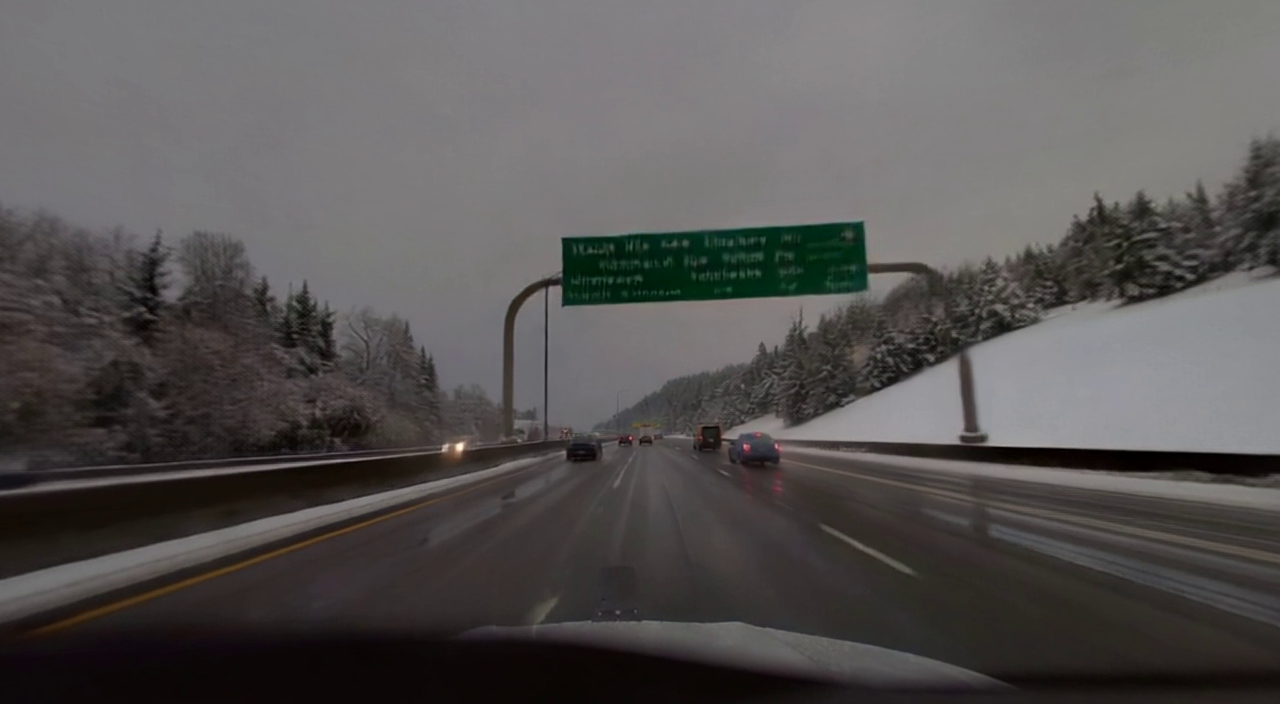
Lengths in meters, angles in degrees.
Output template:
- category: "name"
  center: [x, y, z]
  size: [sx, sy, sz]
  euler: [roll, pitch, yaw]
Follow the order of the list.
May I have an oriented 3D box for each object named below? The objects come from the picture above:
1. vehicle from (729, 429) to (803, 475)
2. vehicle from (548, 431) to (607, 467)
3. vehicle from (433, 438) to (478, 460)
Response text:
- category: "vehicle"
  center: [4.390, 3.518, 22.467]
  size: [1.806, 1.469, 3.681]
  euler: [0, -8, -1]
- category: "vehicle"
  center: [-2.734, 4.340, 28.561]
  size: [2.204, 1.486, 4.121]
  euler: [0, -8, 1]
- category: "vehicle"
  center: [-13.971, 7.334, 47.976]
  size: [2.087, 1.553, 4.617]
  euler: [0, -8, 0]
